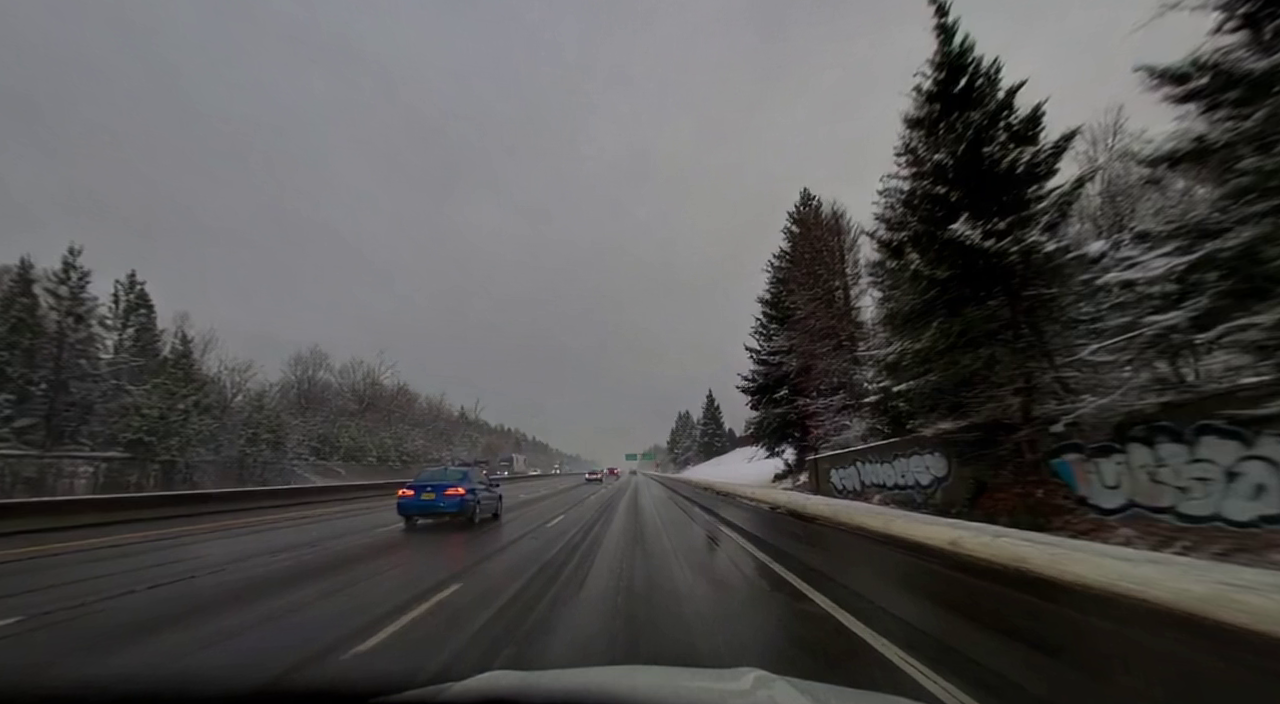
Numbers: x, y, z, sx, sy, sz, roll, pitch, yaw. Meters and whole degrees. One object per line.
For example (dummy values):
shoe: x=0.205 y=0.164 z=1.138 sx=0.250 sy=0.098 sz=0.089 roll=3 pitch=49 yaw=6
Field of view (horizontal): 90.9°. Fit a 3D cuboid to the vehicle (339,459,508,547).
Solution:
vehicle: x=-4.033 y=2.887 z=12.520 sx=1.941 sy=1.437 sz=3.829 roll=1 pitch=-10 yaw=1
